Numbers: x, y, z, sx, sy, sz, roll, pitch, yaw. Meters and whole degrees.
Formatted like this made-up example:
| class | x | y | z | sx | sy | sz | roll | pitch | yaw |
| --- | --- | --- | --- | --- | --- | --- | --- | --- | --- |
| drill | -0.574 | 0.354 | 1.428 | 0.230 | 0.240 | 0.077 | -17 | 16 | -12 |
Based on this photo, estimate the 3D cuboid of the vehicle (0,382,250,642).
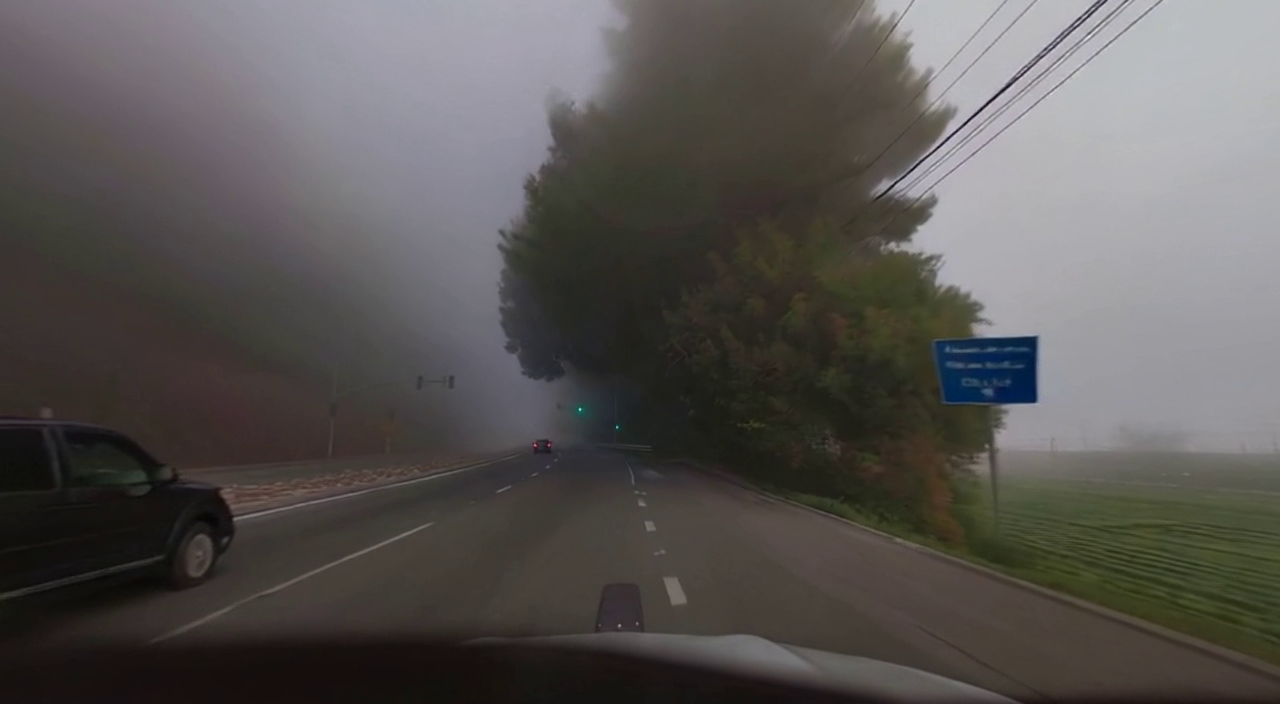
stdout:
| class | x | y | z | sx | sy | sz | roll | pitch | yaw |
| --- | --- | --- | --- | --- | --- | --- | --- | --- | --- |
| vehicle | -5.505 | 1.110 | 4.443 | 2.374 | 1.727 | 5.175 | 0 | -9 | -3 |
